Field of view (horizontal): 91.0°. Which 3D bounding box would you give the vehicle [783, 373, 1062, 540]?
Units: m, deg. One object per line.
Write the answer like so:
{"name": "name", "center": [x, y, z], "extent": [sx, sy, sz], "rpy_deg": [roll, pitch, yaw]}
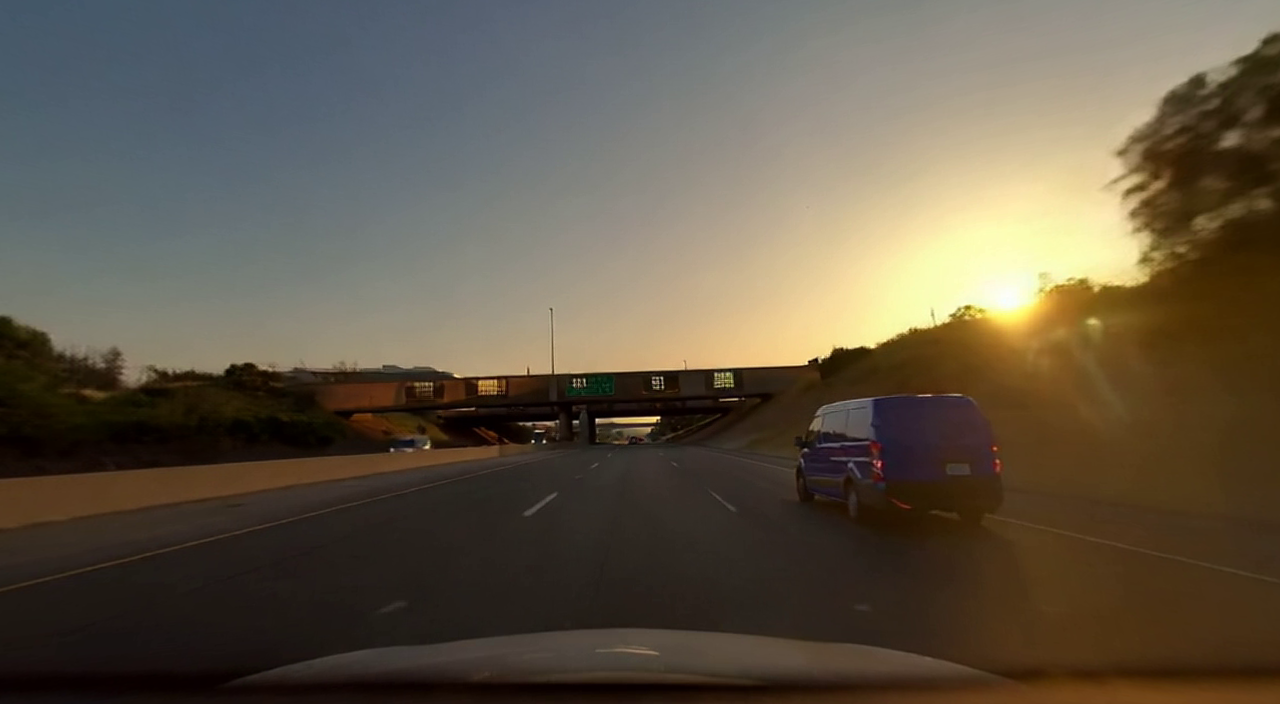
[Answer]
{"name": "vehicle", "center": [3.960, 1.581, 10.009], "extent": [2.161, 2.002, 4.631], "rpy_deg": [0, -8, -1]}
